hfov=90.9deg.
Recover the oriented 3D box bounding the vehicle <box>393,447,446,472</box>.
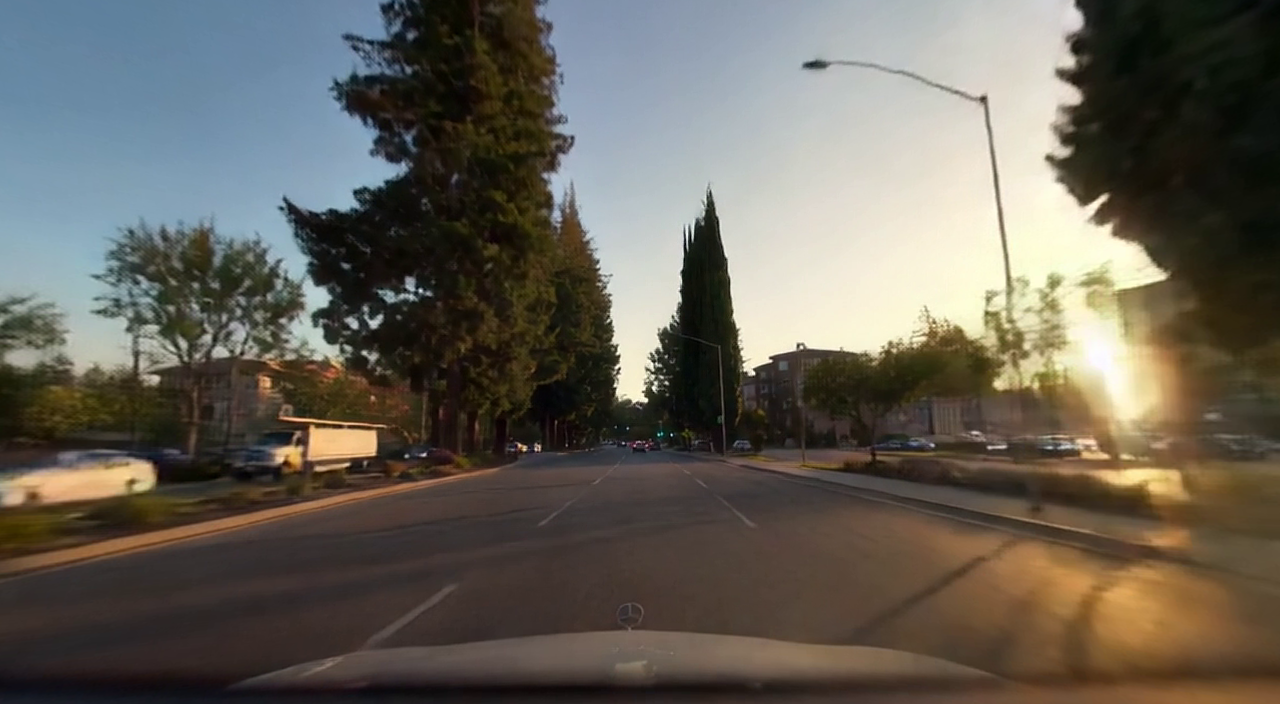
[{"bbox_3d":[-14.119,6.892,40.615,1.830,1.474,4.623,0,-8,-2],"label":"vehicle"}]

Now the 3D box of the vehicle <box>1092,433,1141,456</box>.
[{"bbox_3d":[32.803,6.373,43.485,1.826,1.478,4.336,-4,-9,26],"label":"vehicle"}]

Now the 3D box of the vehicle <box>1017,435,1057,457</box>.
[{"bbox_3d":[27.143,6.433,43.192,2.002,1.460,4.533,-5,-9,29],"label":"vehicle"}]

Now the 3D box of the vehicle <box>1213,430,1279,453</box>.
[{"bbox_3d":[41.725,6.202,43.414,1.895,1.496,3.889,-3,-9,20],"label":"vehicle"}]

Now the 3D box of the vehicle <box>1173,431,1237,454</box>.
[{"bbox_3d":[38.211,6.152,42.739,1.894,1.462,4.345,-4,-9,24],"label":"vehicle"}]

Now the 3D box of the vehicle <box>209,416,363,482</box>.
[{"bbox_3d":[-20.965,5.900,38.594,3.141,3.464,11.209,0,-8,-1],"label":"vehicle"}]

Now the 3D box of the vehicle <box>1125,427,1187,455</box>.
[{"bbox_3d":[35.690,6.191,43.719,2.129,1.846,4.542,-4,-9,24],"label":"vehicle"}]

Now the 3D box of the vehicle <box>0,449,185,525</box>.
[{"bbox_3d":[-13.827,3.148,15.374,1.914,1.496,4.742,0,-8,0],"label":"vehicle"}]
